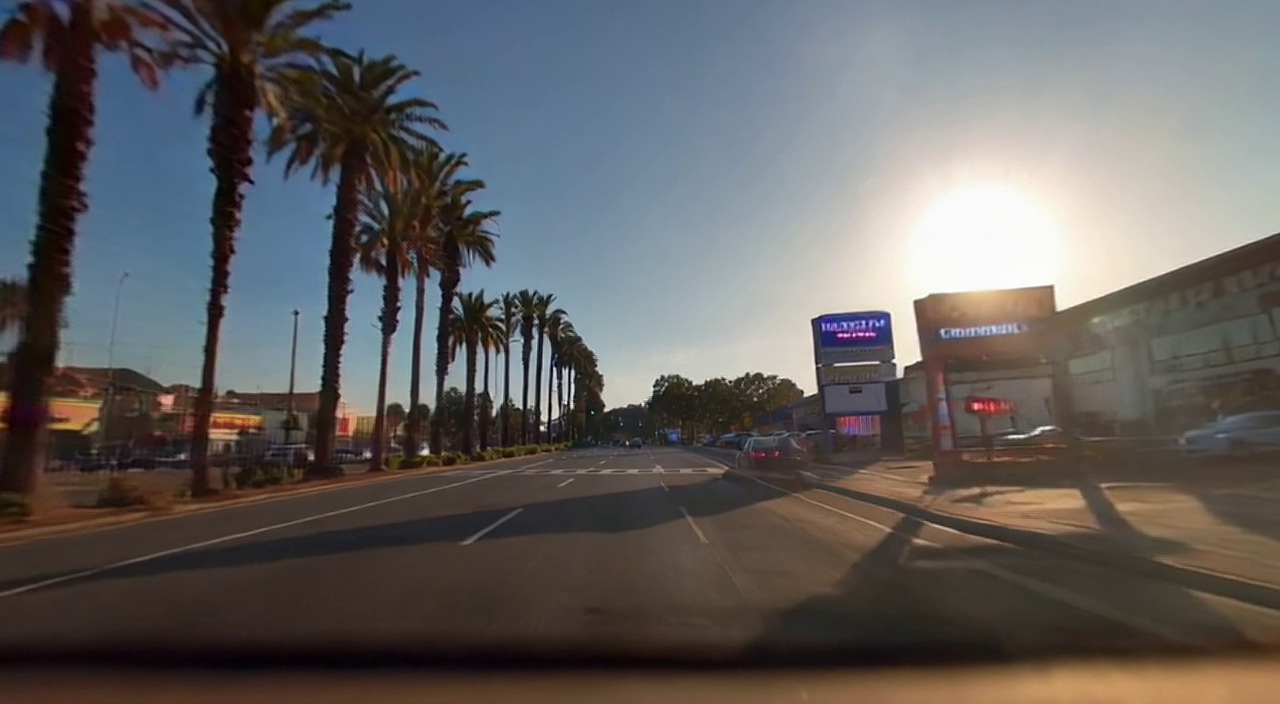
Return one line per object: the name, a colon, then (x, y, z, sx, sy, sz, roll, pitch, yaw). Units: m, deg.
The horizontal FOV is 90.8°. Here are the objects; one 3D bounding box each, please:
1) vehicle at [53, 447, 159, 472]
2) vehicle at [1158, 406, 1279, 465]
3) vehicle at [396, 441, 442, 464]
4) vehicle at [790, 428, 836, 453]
vehicle: (-37.281, 7.507, 44.281, 5.410, 1.633, 2.366, 7, -11, -39)
vehicle: (19.382, 2.560, 19.689, 4.552, 1.649, 2.187, -2, -9, -3)
vehicle: (-16.868, 7.679, 48.417, 1.876, 1.460, 4.483, -3, -7, 2)
vehicle: (12.331, 6.362, 45.342, 1.909, 1.686, 4.670, 0, -9, -1)
